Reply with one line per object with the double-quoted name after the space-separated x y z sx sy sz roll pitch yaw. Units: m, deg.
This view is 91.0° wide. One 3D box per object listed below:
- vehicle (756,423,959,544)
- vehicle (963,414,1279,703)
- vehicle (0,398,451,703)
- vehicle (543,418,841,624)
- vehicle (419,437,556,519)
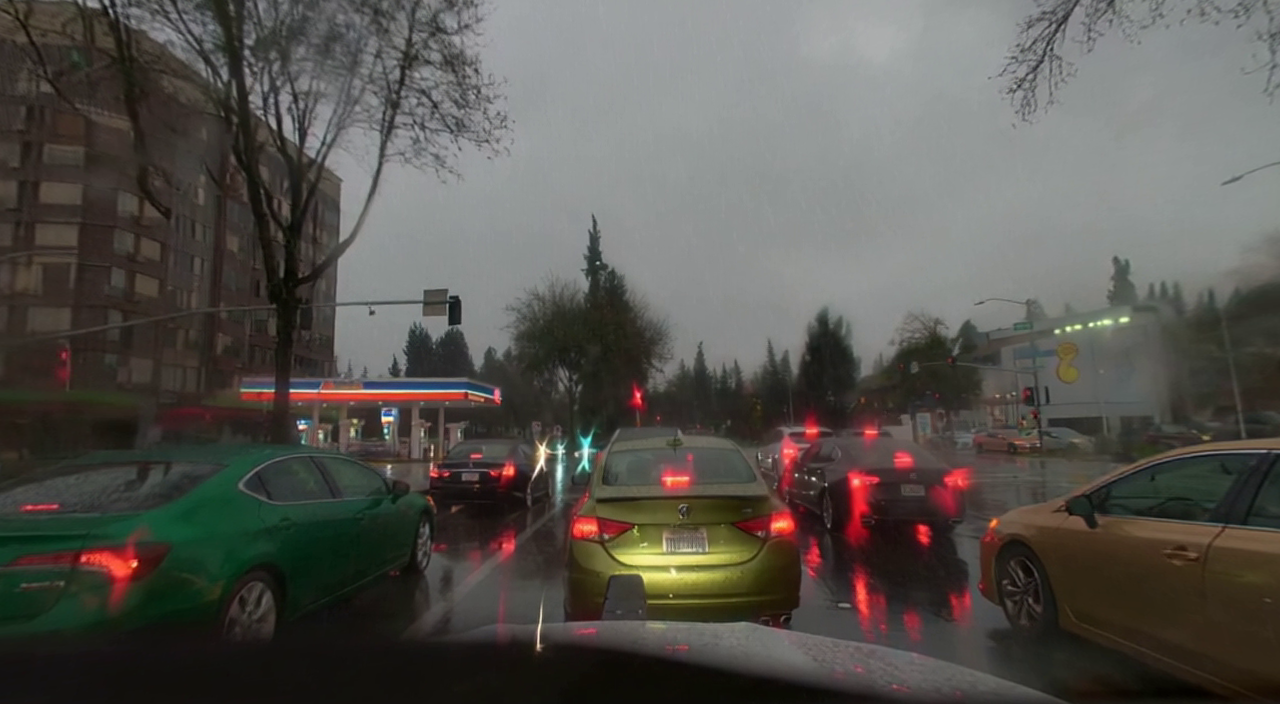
3.383 2.125 10.780 1.947 1.630 4.127 0 -9 0 "vehicle"
4.169 1.136 3.630 1.950 1.497 4.686 0 -9 -3 "vehicle"
-3.012 1.250 4.601 1.887 1.493 4.255 0 -9 1 "vehicle"
0.334 1.583 6.924 2.220 1.507 4.317 0 -9 -2 "vehicle"
-3.076 2.638 13.687 1.867 1.474 4.237 0 -9 1 "vehicle"
